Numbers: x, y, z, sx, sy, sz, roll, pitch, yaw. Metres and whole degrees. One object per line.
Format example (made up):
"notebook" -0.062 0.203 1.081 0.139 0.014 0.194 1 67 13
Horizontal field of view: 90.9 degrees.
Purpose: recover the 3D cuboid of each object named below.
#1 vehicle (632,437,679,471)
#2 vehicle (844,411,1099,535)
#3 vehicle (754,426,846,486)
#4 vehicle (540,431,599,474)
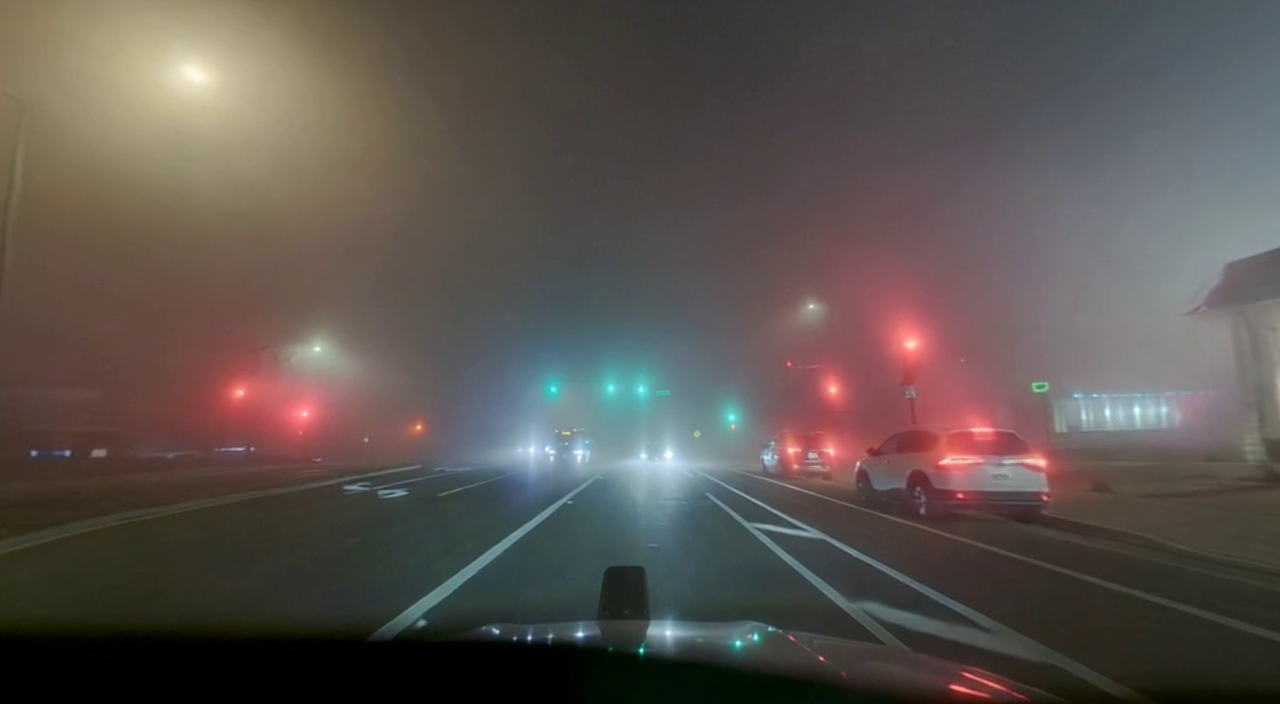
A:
"vehicle" 0.675 4.840 30.065 2.075 1.480 3.920 0 -8 -1
"vehicle" 5.607 2.056 11.626 2.069 1.776 4.797 0 -7 0
"vehicle" 5.776 3.767 23.490 2.112 1.966 4.642 -1 -7 -1
"vehicle" -3.108 4.548 28.766 2.150 1.779 4.423 0 -8 1
